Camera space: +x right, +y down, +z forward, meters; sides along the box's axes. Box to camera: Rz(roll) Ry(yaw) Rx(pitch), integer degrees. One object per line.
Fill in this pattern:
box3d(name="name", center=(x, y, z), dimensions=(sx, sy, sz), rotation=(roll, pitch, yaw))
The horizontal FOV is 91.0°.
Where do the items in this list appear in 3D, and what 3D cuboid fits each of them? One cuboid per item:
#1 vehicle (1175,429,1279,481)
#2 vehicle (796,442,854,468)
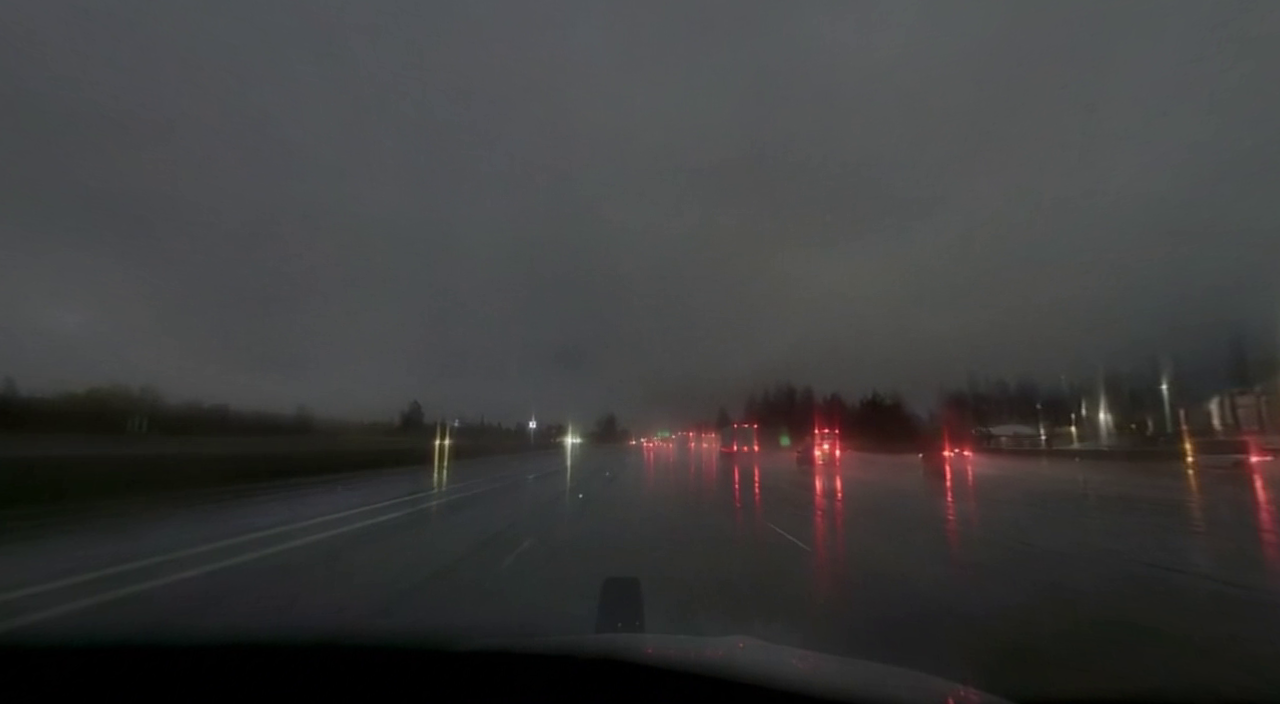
box3d(name="vehicle", center=(24.159, 3.975, 24.432), dimensions=(2.074, 1.881, 5.056), rotation=(1, -8, -4))
box3d(name="vehicle", center=(11.111, 6.173, 38.069), dimensions=(2.017, 1.478, 4.364), rotation=(0, -8, -2))
